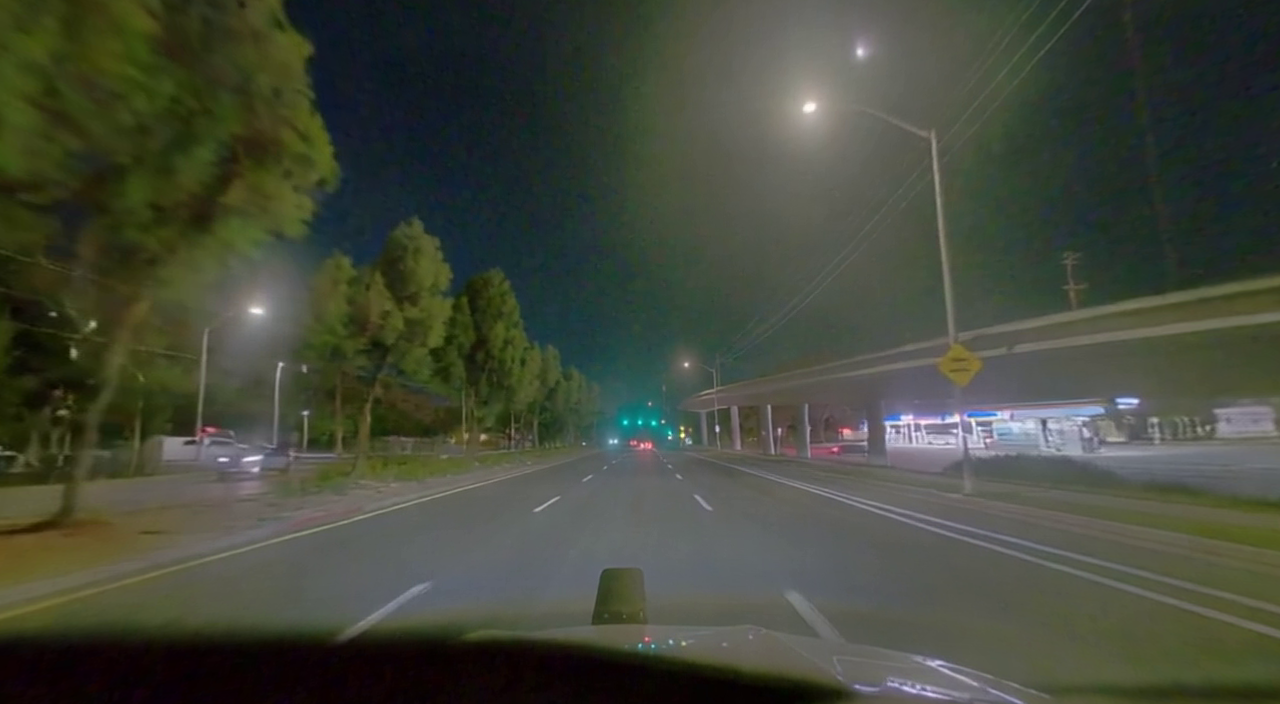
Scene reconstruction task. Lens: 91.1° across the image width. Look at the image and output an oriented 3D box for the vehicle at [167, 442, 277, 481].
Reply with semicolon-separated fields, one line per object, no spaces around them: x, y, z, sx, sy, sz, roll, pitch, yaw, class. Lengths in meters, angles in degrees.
-19.687;5.142;29.883;2.002;1.642;4.619;0;-8;0;vehicle
